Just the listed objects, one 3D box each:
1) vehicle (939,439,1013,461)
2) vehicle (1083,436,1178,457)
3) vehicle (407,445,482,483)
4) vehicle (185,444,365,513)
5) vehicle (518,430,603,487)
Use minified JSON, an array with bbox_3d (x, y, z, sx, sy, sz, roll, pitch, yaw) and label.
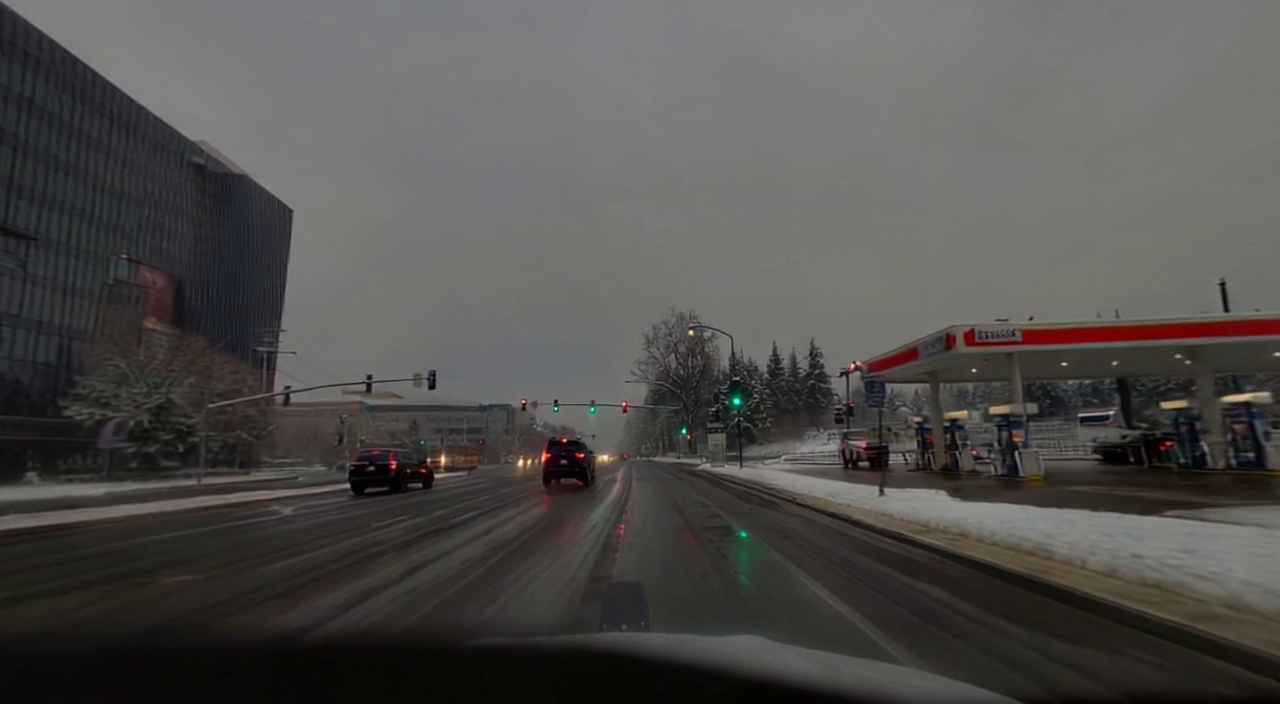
[{"bbox_3d":[25.658,7.485,48.298,4.700,1.579,1.823,-4,-9,19],"label":"vehicle"},{"bbox_3d":[34.983,6.751,45.102,4.849,1.399,2.057,-1,-9,17],"label":"vehicle"},{"bbox_3d":[-9.102,5.229,29.809,2.068,1.659,4.509,0,-8,1],"label":"vehicle"},{"bbox_3d":[-9.431,3.264,16.885,1.965,1.541,4.718,0,-8,1],"label":"vehicle"},{"bbox_3d":[-3.169,4.460,26.729,2.602,2.091,6.347,-1,-8,2],"label":"vehicle"}]
